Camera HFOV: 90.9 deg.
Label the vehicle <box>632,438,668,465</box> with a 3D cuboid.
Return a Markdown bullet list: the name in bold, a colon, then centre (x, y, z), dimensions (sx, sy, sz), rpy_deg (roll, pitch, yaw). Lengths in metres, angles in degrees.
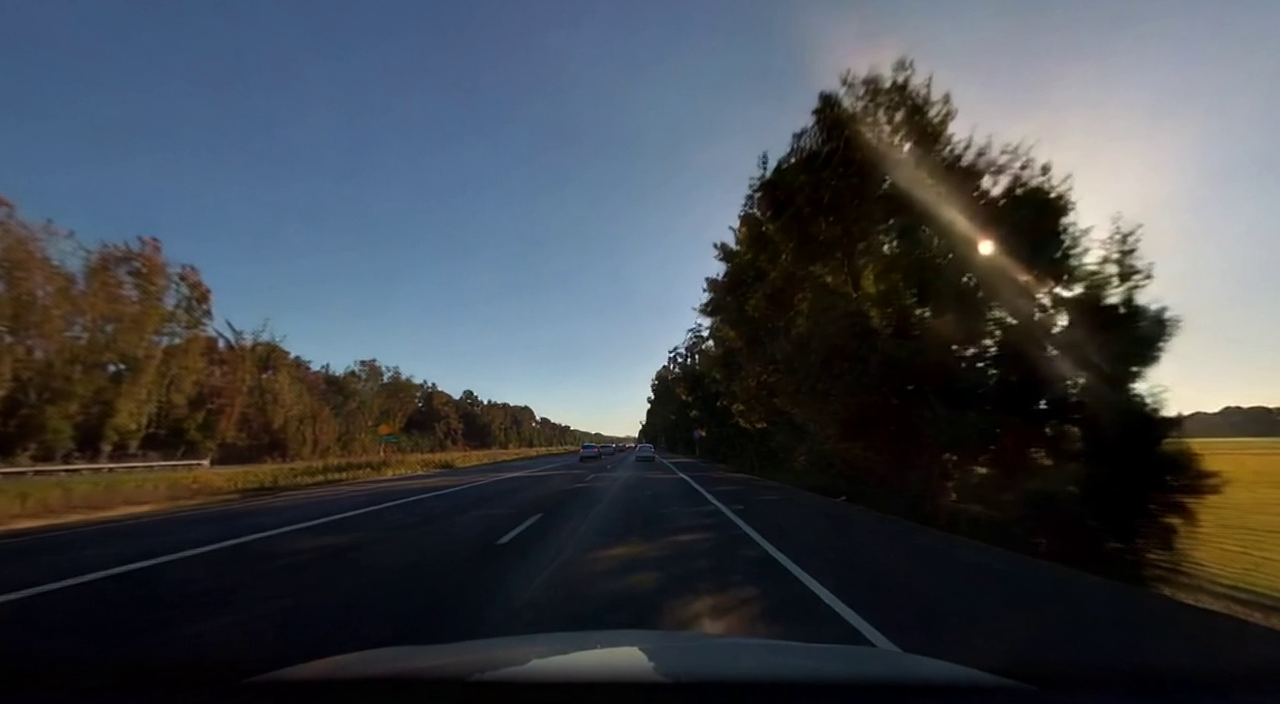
- **vehicle**: centre (0.639, 6.649, 42.478), dimensions (2.259, 1.697, 4.106), rpy_deg (0, -8, 0)

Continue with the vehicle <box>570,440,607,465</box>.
- **vehicle**: centre (-3.475, 6.888, 43.396), dimensions (2.028, 1.634, 4.441), rpy_deg (0, -8, 1)
